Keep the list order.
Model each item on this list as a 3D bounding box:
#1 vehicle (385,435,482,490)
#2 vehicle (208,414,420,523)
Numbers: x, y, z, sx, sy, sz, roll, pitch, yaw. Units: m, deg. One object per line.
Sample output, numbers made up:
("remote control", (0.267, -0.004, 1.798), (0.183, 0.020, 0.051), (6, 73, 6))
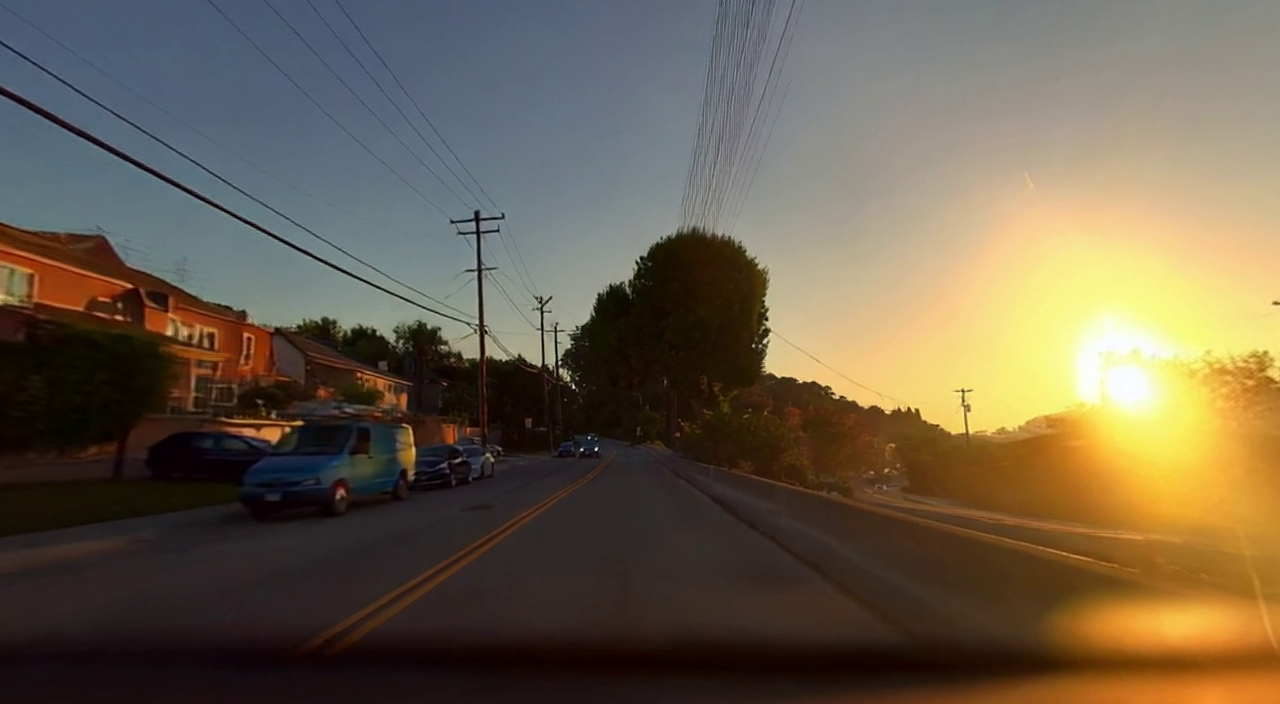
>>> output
("vehicle", (-7.290, 3.977, 22.854), (1.920, 1.681, 4.490), (3, -9, 0))
("vehicle", (-7.447, 2.710, 15.351), (2.335, 2.136, 5.328), (0, -8, -1))
